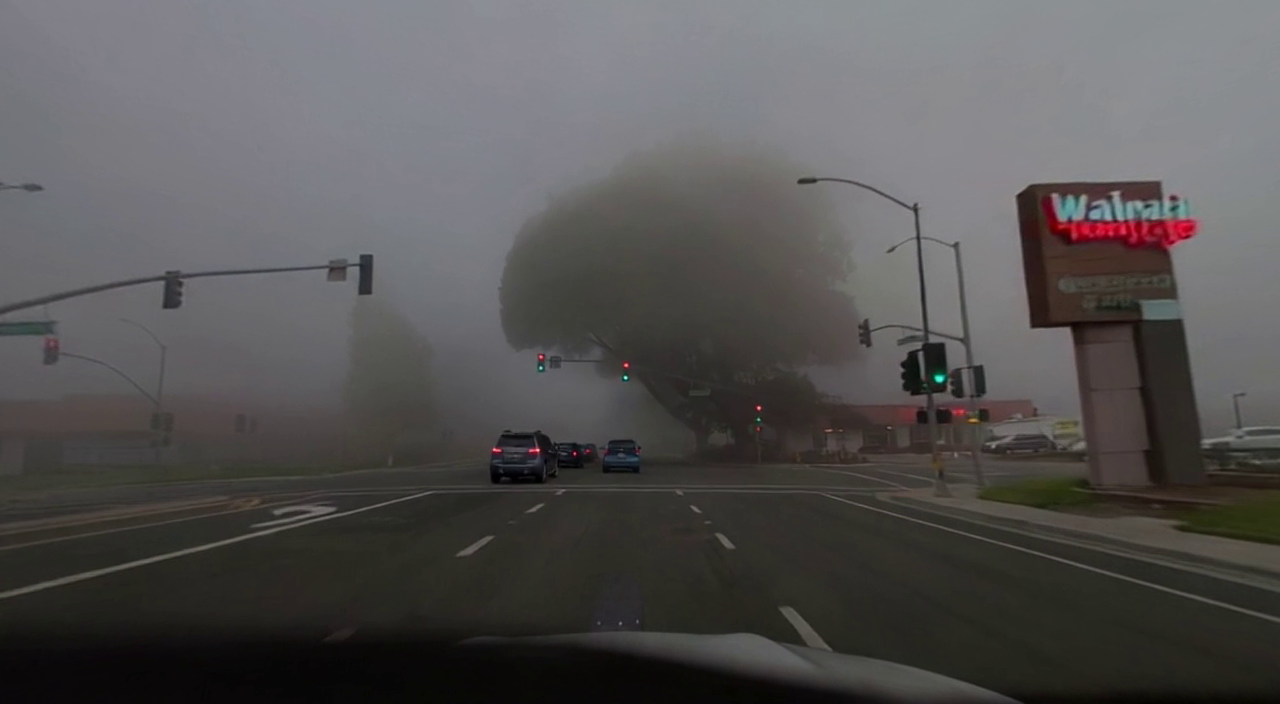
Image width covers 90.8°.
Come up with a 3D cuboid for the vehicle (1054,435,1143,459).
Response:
[{"bbox_3d":[31.519,6.526,43.542,4.527,1.513,2.067,-1,-8,-2],"label":"vehicle"}]

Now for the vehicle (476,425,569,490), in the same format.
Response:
[{"bbox_3d":[-3.978,3.710,22.552,2.252,1.999,5.605,0,-8,0],"label":"vehicle"}]

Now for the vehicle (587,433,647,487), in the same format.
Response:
[{"bbox_3d":[-0.790,3.972,23.570,2.061,1.809,4.141,0,-8,0],"label":"vehicle"}]

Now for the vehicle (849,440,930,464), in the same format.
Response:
[{"bbox_3d":[18.740,7.539,47.624,5.209,1.743,2.081,0,-9,-1],"label":"vehicle"}]

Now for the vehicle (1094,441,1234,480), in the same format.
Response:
[{"bbox_3d":[21.674,4.484,26.228,4.317,1.430,1.782,-1,-8,-5],"label":"vehicle"}]

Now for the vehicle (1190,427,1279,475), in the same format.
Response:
[{"bbox_3d":[26.708,4.095,26.560,5.039,1.877,2.076,-1,-8,0],"label":"vehicle"}]
